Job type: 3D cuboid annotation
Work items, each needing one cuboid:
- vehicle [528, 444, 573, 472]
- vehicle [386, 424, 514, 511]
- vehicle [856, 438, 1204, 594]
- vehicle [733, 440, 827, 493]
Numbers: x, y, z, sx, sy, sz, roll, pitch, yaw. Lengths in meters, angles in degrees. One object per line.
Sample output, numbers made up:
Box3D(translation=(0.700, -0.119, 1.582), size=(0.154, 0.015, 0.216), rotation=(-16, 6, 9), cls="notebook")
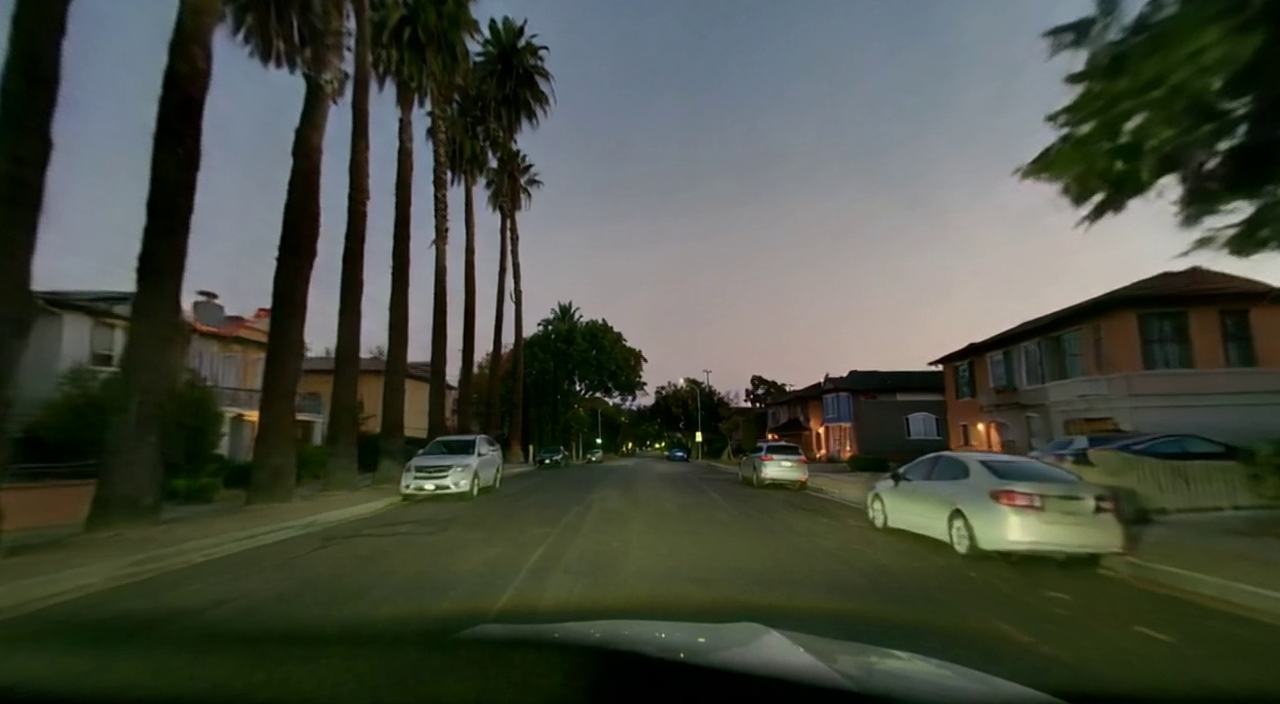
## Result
Box3D(translation=(-5.478, 6.533, 39.251), size=(2.079, 1.486, 4.877), rotation=(-3, -8, -1), cls="vehicle")
Box3D(translation=(-4.865, 3.021, 17.037), size=(2.149, 1.877, 5.082), rotation=(-1, -8, -3), cls="vehicle")
Box3D(translation=(4.790, 2.025, 8.793), size=(2.056, 1.464, 4.493), rotation=(3, -9, 1), cls="vehicle")
Box3D(translation=(4.511, 3.760, 21.104), size=(1.991, 1.554, 4.501), rotation=(0, -9, -1), cls="vehicle")
